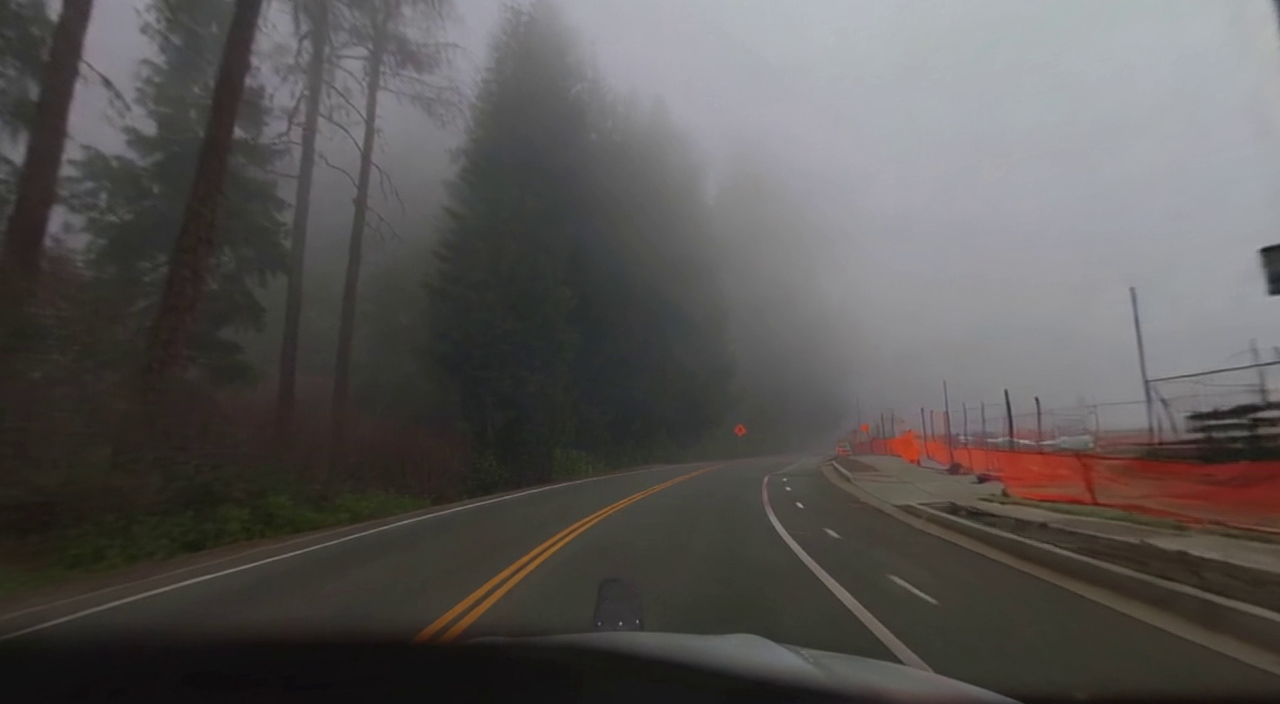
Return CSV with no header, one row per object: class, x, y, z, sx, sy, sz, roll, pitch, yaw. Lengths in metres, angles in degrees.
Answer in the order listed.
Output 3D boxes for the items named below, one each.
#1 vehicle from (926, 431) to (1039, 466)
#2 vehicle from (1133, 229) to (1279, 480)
vehicle,15.796,4.505,29.366,4.221,1.440,1.915,-5,-10,17
vehicle,10.850,-0.307,6.983,2.984,3.691,10.409,-1,-8,4
